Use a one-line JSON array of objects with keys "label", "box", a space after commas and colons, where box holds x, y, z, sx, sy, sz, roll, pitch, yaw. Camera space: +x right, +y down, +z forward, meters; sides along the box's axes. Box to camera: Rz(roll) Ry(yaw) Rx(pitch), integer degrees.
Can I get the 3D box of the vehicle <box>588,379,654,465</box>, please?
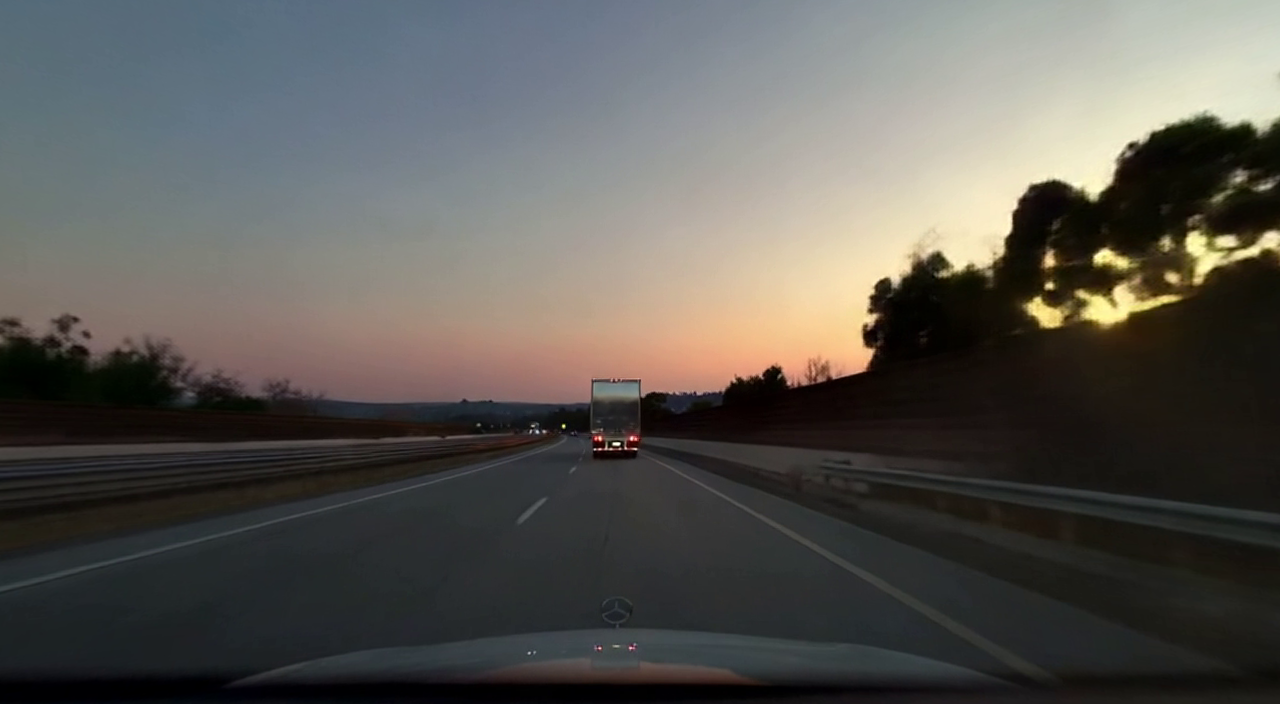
[{"label": "vehicle", "box": [-1.147, 3.913, 34.133, 3.023, 3.965, 10.402, 0, -8, -3]}]
